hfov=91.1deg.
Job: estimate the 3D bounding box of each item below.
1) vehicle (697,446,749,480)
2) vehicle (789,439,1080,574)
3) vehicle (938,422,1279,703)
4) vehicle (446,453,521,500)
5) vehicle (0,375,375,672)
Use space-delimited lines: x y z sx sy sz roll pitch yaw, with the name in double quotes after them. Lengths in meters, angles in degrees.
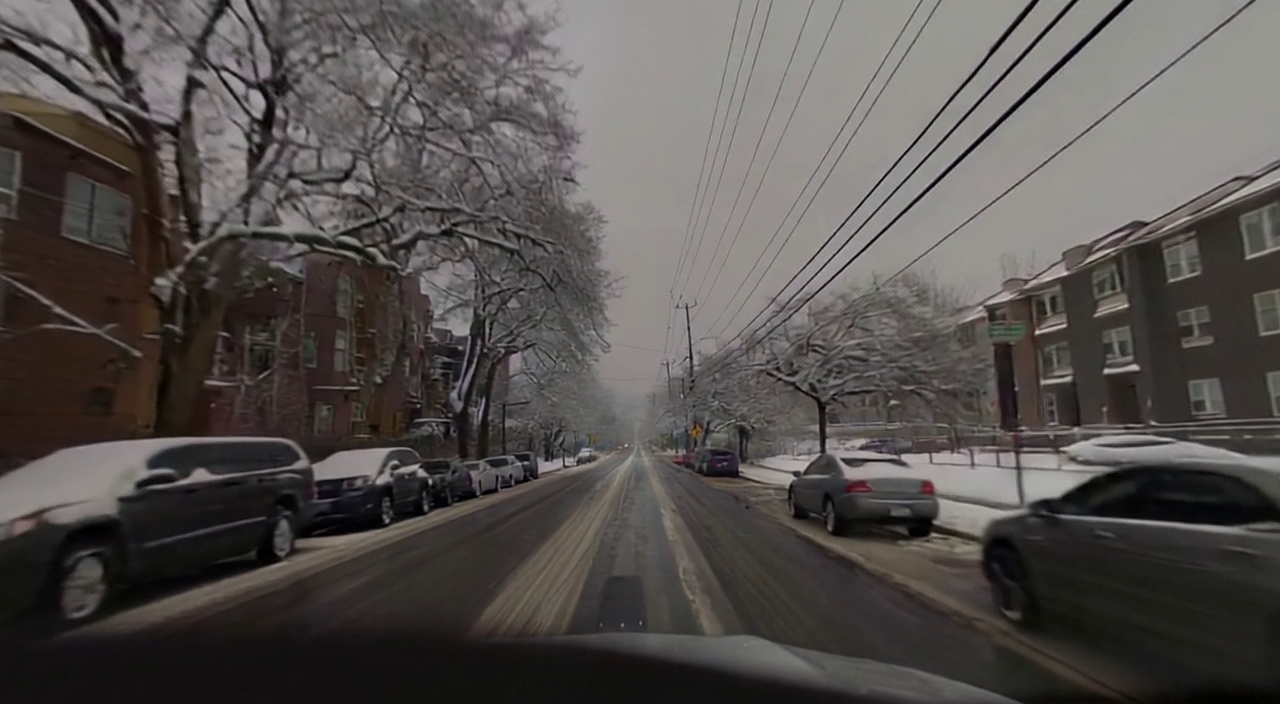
3.975 5.359 30.671 1.883 1.527 3.828 0 -9 -1 "vehicle"
3.788 2.052 9.225 2.013 1.463 4.523 0 -9 -1 "vehicle"
3.878 1.219 3.931 1.846 1.464 4.420 0 -9 0 "vehicle"
-6.184 4.944 25.341 1.912 1.521 4.326 -3 -8 0 "vehicle"
-6.124 1.833 8.020 2.555 2.236 6.491 -6 -7 0 "vehicle"
